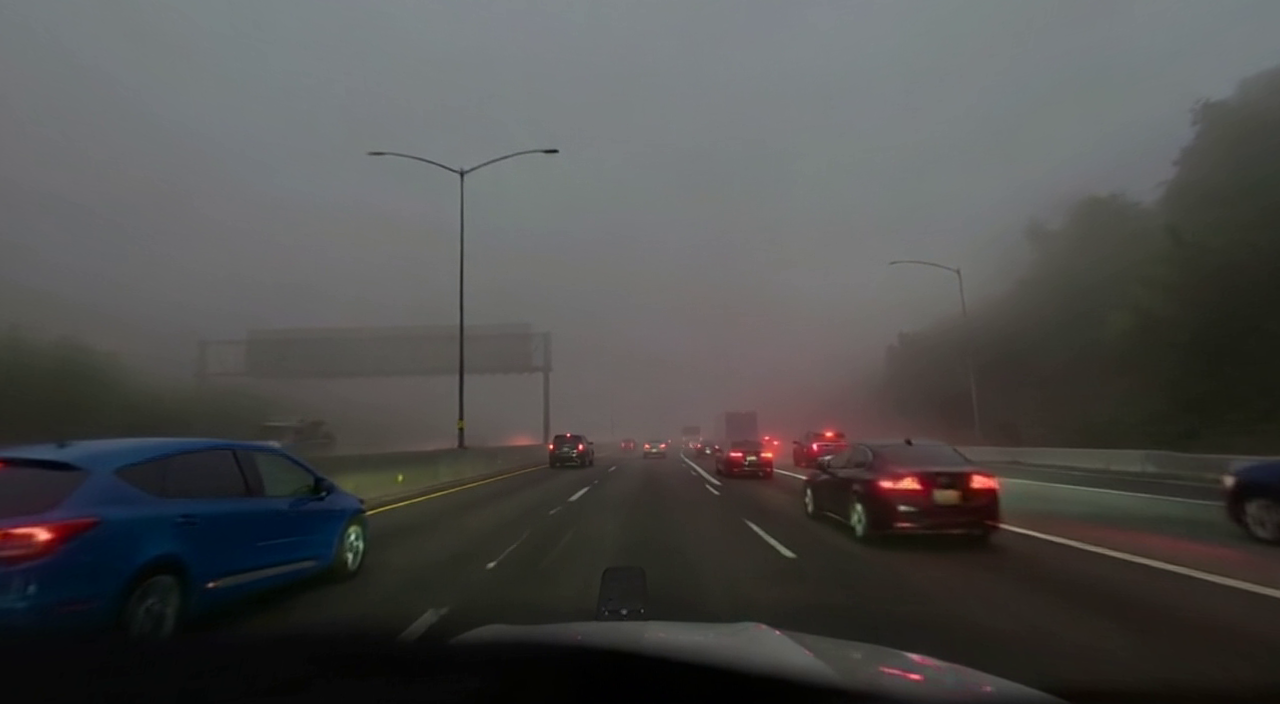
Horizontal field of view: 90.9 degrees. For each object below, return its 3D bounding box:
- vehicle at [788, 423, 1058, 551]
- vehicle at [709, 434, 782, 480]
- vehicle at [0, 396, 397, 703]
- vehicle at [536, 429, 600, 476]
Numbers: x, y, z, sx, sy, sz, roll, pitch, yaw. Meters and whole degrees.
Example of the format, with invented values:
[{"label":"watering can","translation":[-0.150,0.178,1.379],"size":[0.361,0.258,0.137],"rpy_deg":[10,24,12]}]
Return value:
[{"label":"vehicle","translation":[3.918,1.954,9.895],"size":[1.999,1.482,4.743],"rpy_deg":[0,-8,0]},{"label":"vehicle","translation":[3.768,3.834,23.276],"size":[1.933,1.492,4.125],"rpy_deg":[0,-8,0]},{"label":"vehicle","translation":[-3.649,1.230,4.644],"size":[1.914,1.476,4.416],"rpy_deg":[-1,-8,1]},{"label":"vehicle","translation":[-2.877,4.127,26.141],"size":[2.006,1.741,4.277],"rpy_deg":[-1,-8,2]}]
